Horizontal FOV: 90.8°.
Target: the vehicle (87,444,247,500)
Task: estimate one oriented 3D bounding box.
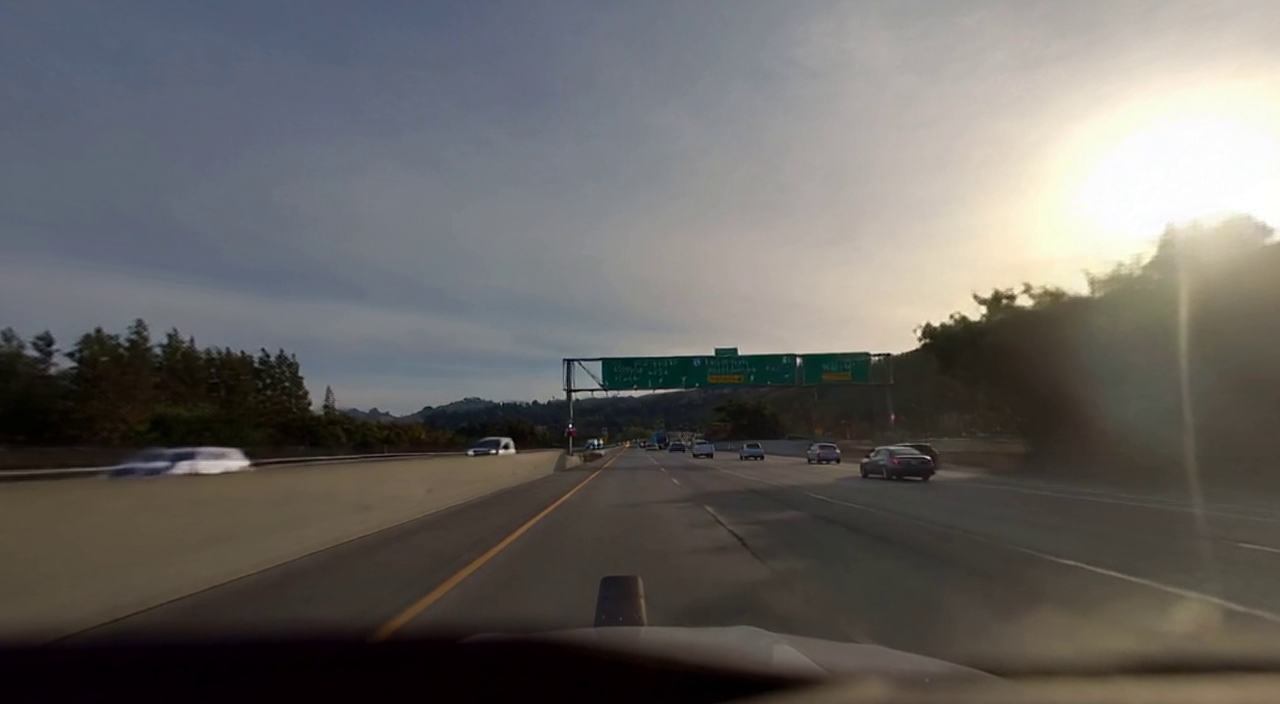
[{"bbox_3d":[-15.291,3.859,20.767,1.918,1.569,4.146,0,-8,2],"label":"vehicle"}]

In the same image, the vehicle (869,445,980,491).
[{"bbox_3d":[9.685,3.937,21.890,1.836,1.418,4.132,0,-9,-1],"label":"vehicle"}]

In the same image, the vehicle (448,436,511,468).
[{"bbox_3d":[-8.699,5.463,34.648,2.520,1.621,4.165,-1,-9,-2],"label":"vehicle"}]
